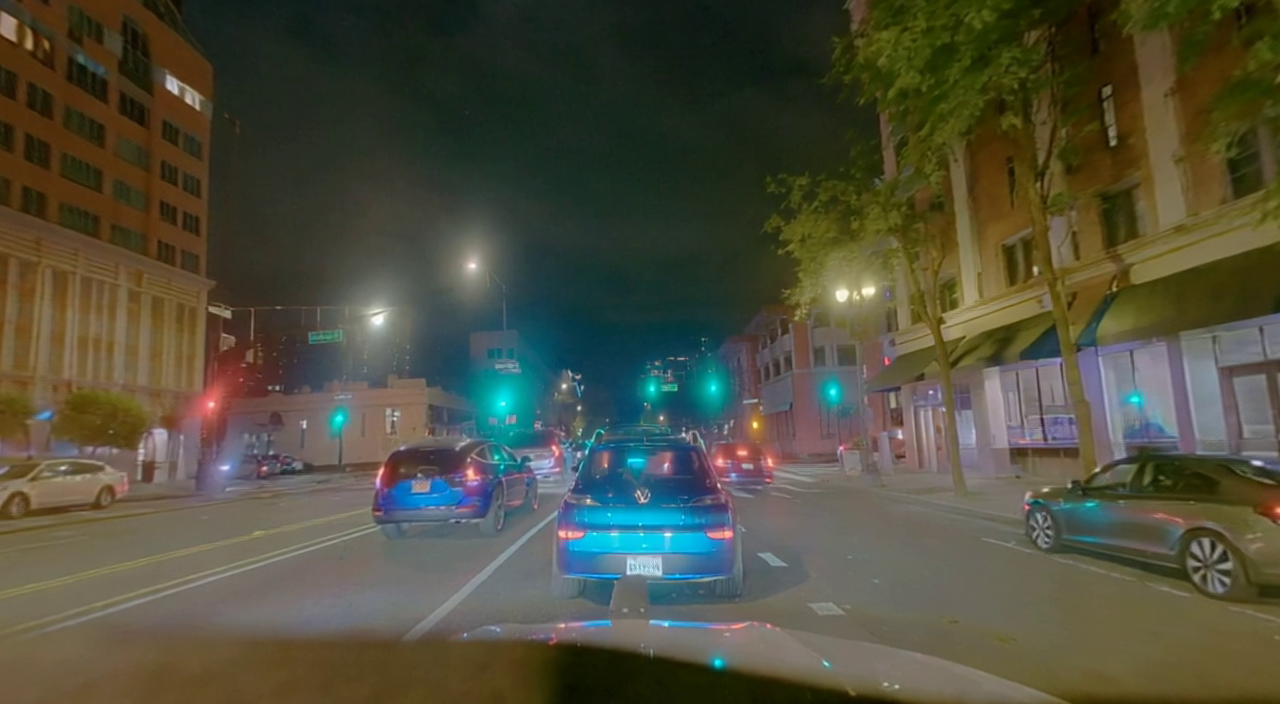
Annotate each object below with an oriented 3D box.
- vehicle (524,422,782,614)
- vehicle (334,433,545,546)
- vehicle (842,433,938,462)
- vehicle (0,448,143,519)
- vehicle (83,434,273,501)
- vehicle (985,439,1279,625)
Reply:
[{"bbox_3d":[0.093,1.580,6.806,2.022,1.481,3.564,0,-9,0],"label":"vehicle"},{"bbox_3d":[-3.009,2.162,10.567,2.131,1.486,4.089,0,-9,1],"label":"vehicle"},{"bbox_3d":[16.398,6.271,41.501,5.345,1.811,2.175,0,-9,-1],"label":"vehicle"},{"bbox_3d":[-16.230,3.445,17.006,1.914,1.690,4.461,0,-9,1],"label":"vehicle"},{"bbox_3d":[-16.153,4.058,22.662,2.195,2.053,5.980,0,-9,1],"label":"vehicle"},{"bbox_3d":[5.985,1.702,6.864,1.873,1.453,4.579,0,-9,0],"label":"vehicle"}]
